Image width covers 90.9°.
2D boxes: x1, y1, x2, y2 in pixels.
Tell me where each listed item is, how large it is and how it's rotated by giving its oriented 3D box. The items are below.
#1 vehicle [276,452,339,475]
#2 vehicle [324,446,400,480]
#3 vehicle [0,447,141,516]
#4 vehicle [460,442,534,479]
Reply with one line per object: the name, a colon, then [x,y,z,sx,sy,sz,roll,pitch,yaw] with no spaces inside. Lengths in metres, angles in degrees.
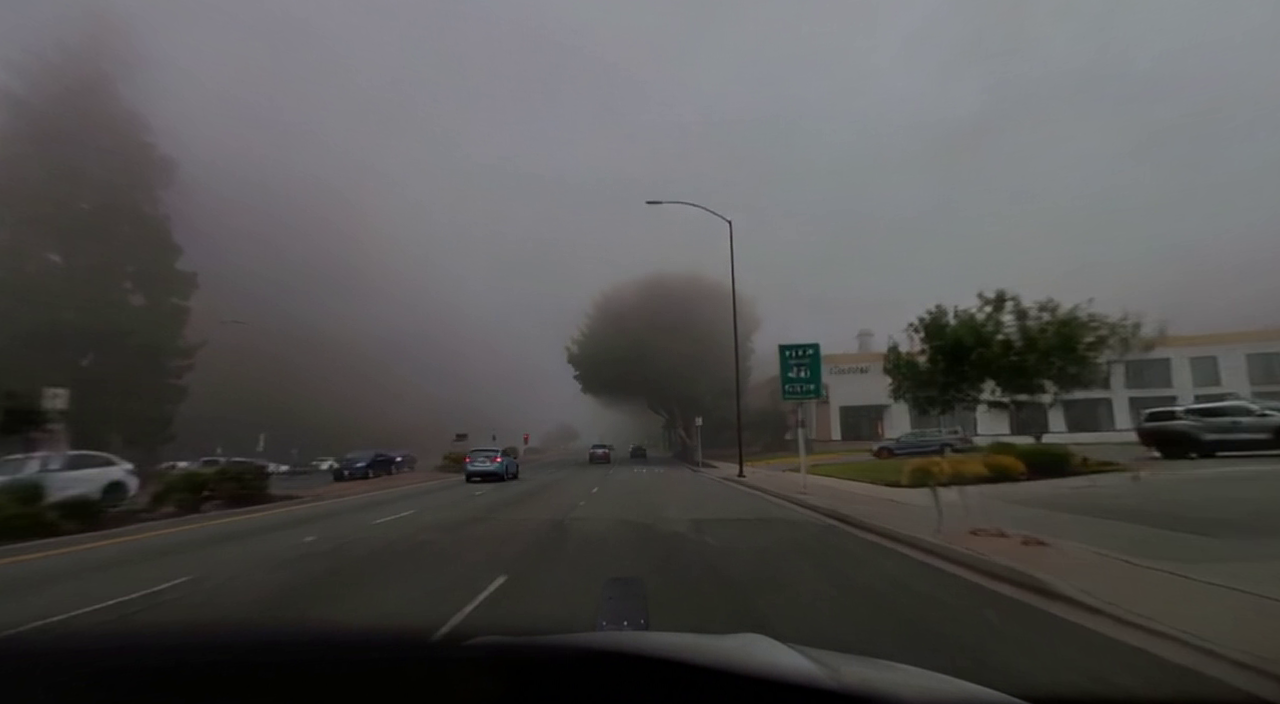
vehicle: [-26.264,8.802,49.804,4.615,1.734,2.073,-5,-10,28]
vehicle: [-13.359,5.322,30.607,1.937,1.526,4.530,1,-9,-5]
vehicle: [-17.726,3.745,18.764,2.027,1.773,4.501,0,-9,-1]
vehicle: [-5.982,4.578,26.893,2.072,1.427,4.328,0,-9,1]
